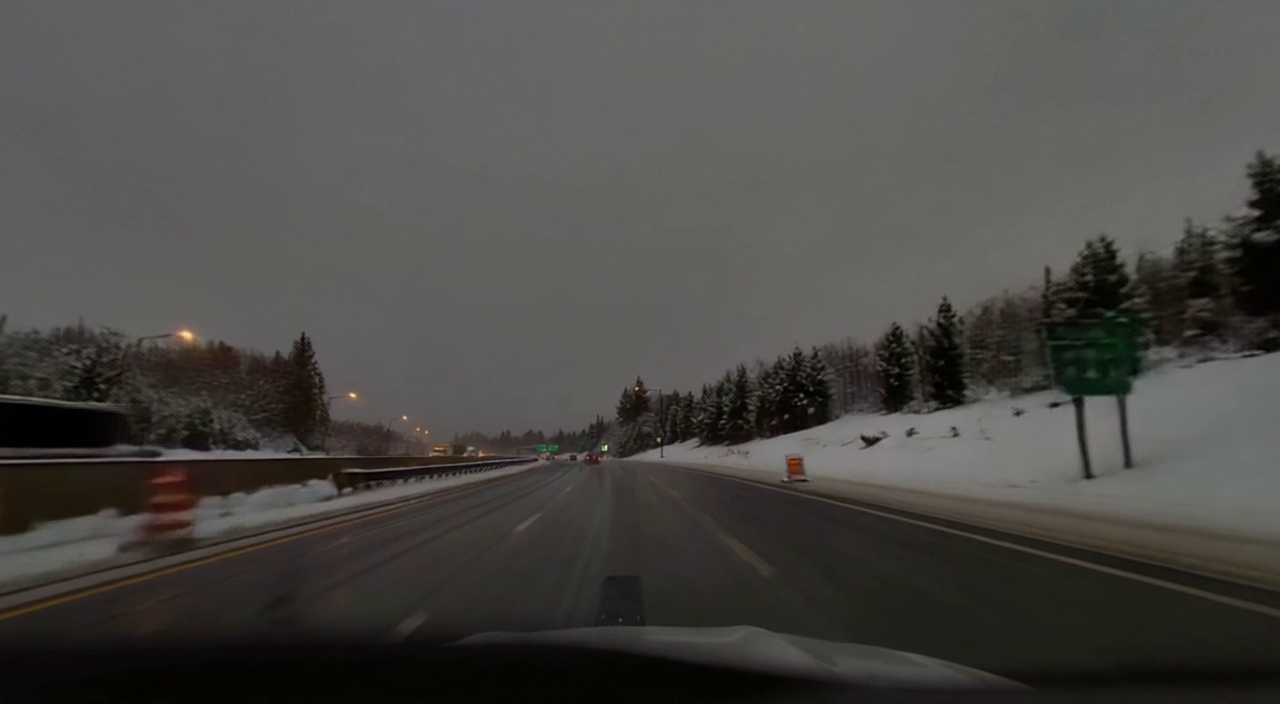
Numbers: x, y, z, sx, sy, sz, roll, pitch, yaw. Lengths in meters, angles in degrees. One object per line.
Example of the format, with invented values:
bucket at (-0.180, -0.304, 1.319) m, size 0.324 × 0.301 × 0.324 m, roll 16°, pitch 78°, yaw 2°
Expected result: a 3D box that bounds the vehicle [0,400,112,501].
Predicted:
vehicle at (-17.261, 2.314, 15.051) m, size 2.750 × 2.474 × 7.300 m, roll 1°, pitch -11°, yaw 1°
